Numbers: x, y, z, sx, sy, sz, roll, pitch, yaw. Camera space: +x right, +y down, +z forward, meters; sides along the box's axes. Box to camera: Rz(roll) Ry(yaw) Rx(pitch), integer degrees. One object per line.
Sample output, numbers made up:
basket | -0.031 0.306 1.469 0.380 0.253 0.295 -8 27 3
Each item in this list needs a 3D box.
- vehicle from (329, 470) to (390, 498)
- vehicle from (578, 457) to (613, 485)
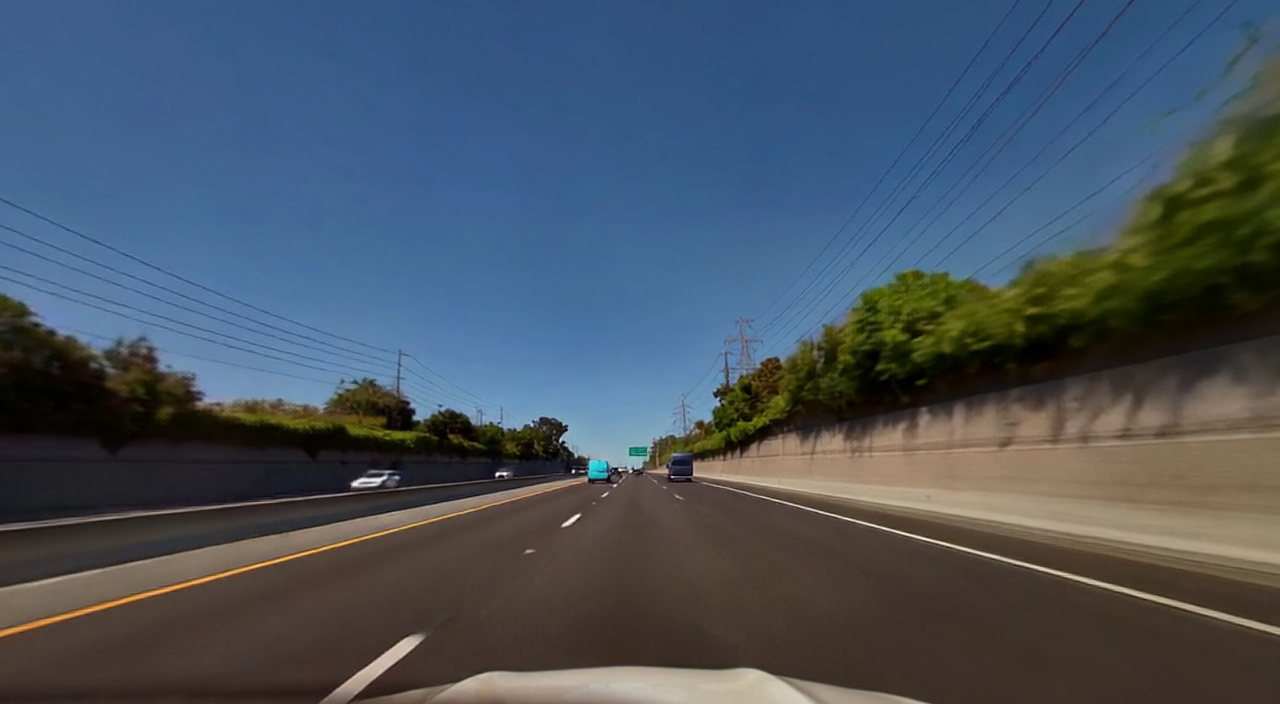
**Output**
vehicle | -17.444 8.196 39.362 1.980 1.566 3.795 1 -11 0
vehicle | -3.365 9.166 48.702 2.324 2.008 4.654 1 -10 0
